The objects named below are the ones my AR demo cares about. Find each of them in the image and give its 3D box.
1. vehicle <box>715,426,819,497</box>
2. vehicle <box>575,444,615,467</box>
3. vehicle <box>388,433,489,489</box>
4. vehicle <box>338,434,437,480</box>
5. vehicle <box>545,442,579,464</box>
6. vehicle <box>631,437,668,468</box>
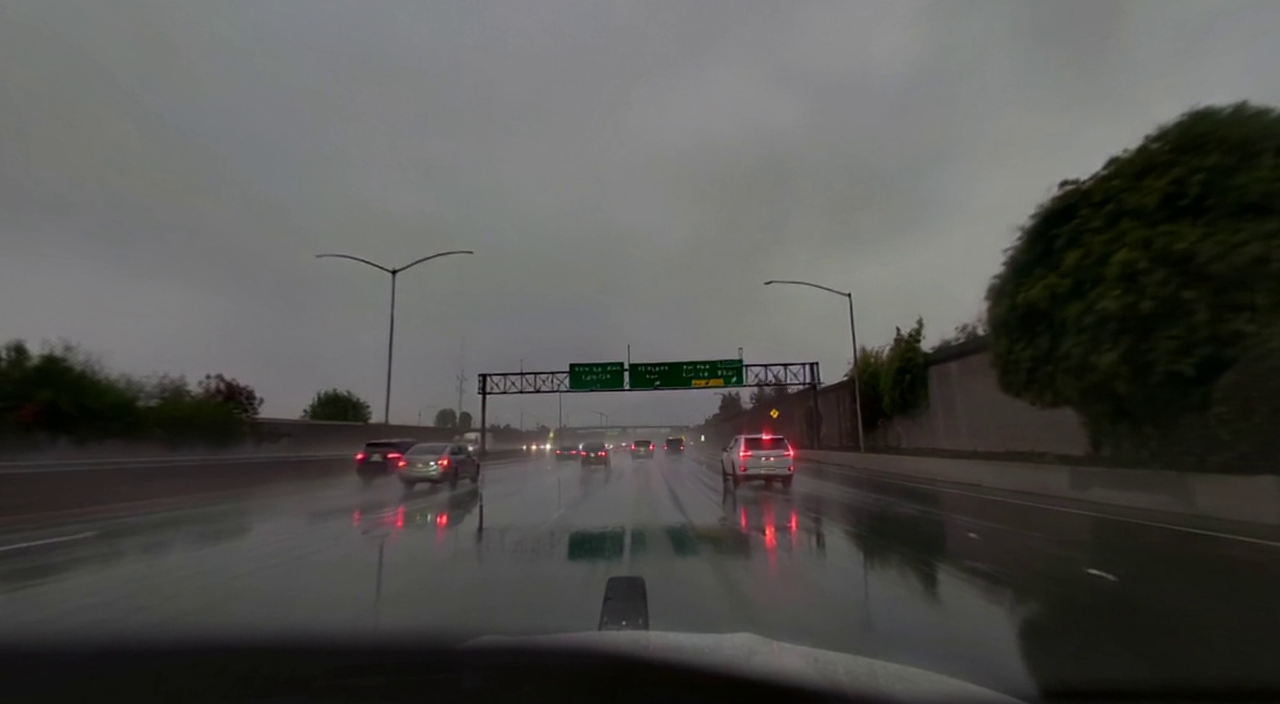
[{"bbox_3d":[3.573,3.195,18.736,2.083,1.823,4.627,0,-8,-1],"label":"vehicle"},{"bbox_3d":[-2.886,6.811,41.605,2.205,1.406,4.286,0,-8,2],"label":"vehicle"},{"bbox_3d":[-6.579,3.596,21.117,1.946,1.688,4.019,0,-8,1],"label":"vehicle"},{"bbox_3d":[-11.298,4.734,28.765,2.292,1.848,5.285,0,-8,1],"label":"vehicle"},{"bbox_3d":[-5.971,7.750,48.646,1.992,1.604,3.966,0,-8,1],"label":"vehicle"},{"bbox_3d":[0.599,6.090,38.296,2.133,1.739,3.925,0,-8,1],"label":"vehicle"}]
